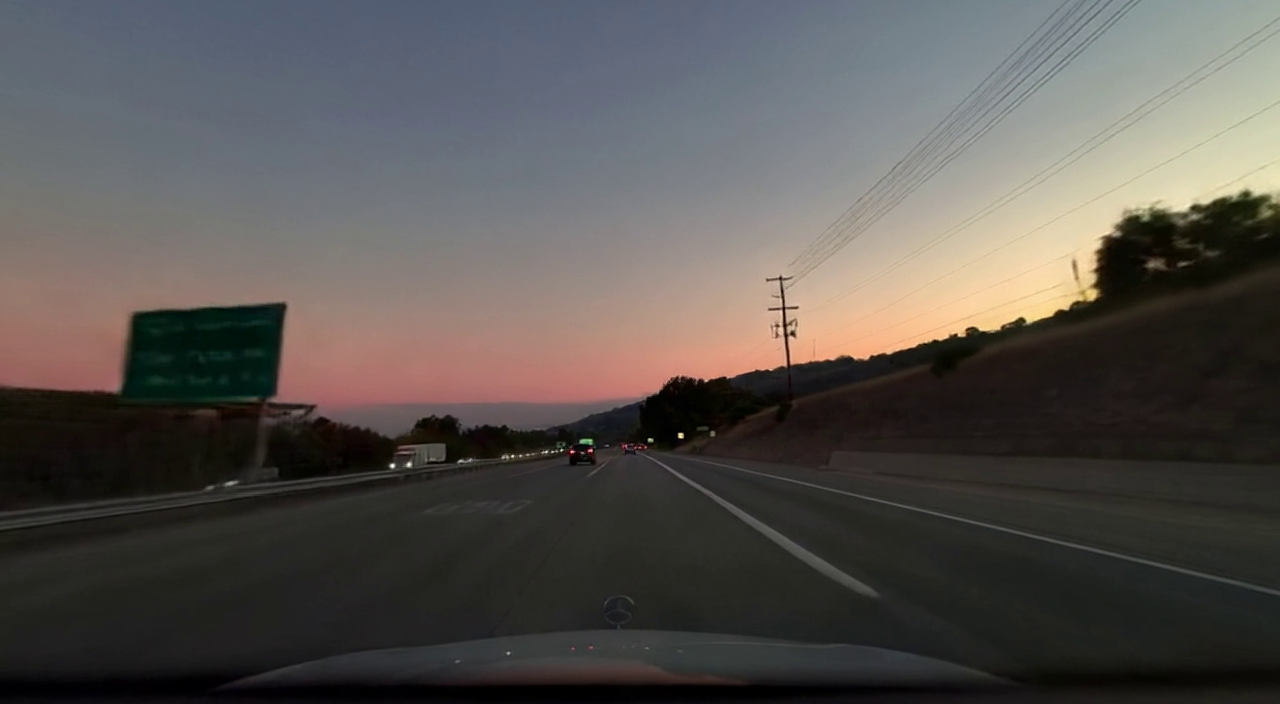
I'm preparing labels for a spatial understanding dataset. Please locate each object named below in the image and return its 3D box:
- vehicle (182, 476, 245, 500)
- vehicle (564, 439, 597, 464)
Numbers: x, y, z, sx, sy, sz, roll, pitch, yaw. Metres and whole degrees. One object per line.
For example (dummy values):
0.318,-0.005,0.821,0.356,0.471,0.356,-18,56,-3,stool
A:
-33.174,10.583,49.269,1.801,1.522,4.587,0,-8,-1,vehicle
-4.497,7.611,48.463,2.130,1.823,4.761,0,-8,0,vehicle
